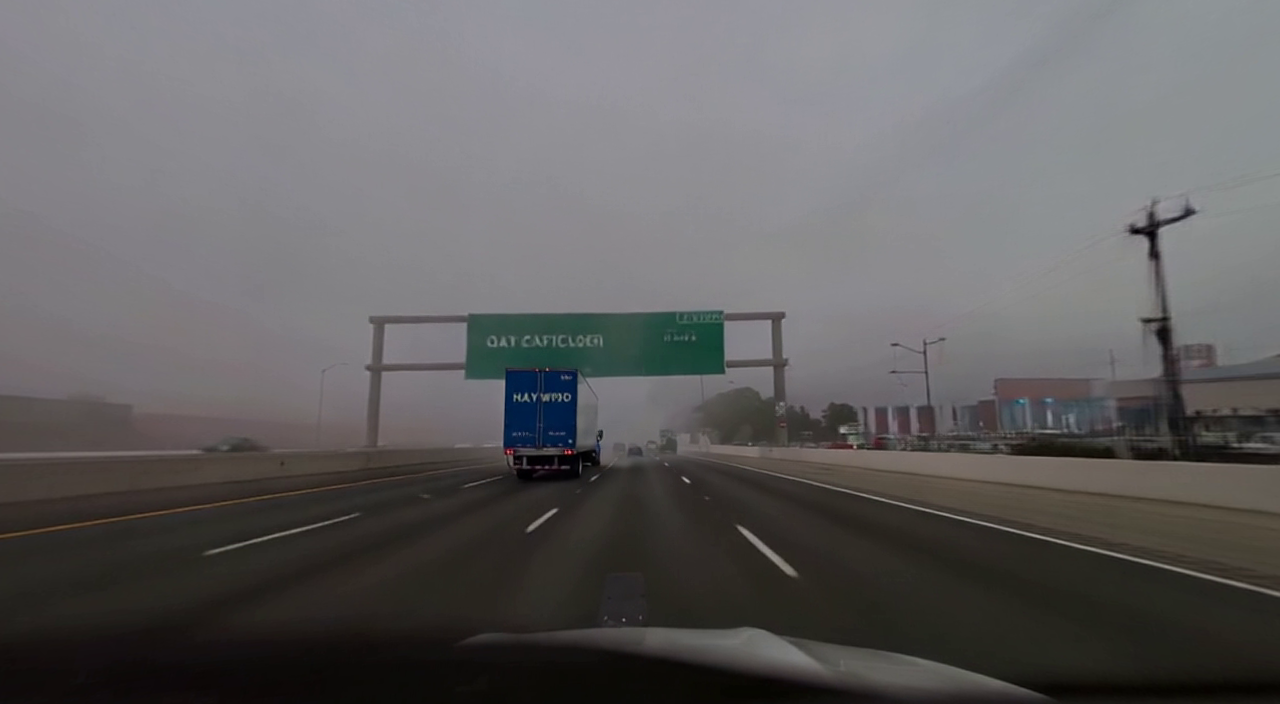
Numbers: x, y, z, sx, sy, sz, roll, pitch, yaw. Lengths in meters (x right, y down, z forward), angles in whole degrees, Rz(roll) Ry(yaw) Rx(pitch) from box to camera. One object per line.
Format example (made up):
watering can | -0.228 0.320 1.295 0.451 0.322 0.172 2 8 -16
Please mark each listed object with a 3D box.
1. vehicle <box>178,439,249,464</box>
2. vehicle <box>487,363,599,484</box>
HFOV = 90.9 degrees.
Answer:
vehicle | -29.530 6.889 43.829 1.757 1.592 4.390 -1 -8 3
vehicle | -3.622 2.924 26.101 2.977 4.048 8.890 2 -6 1
